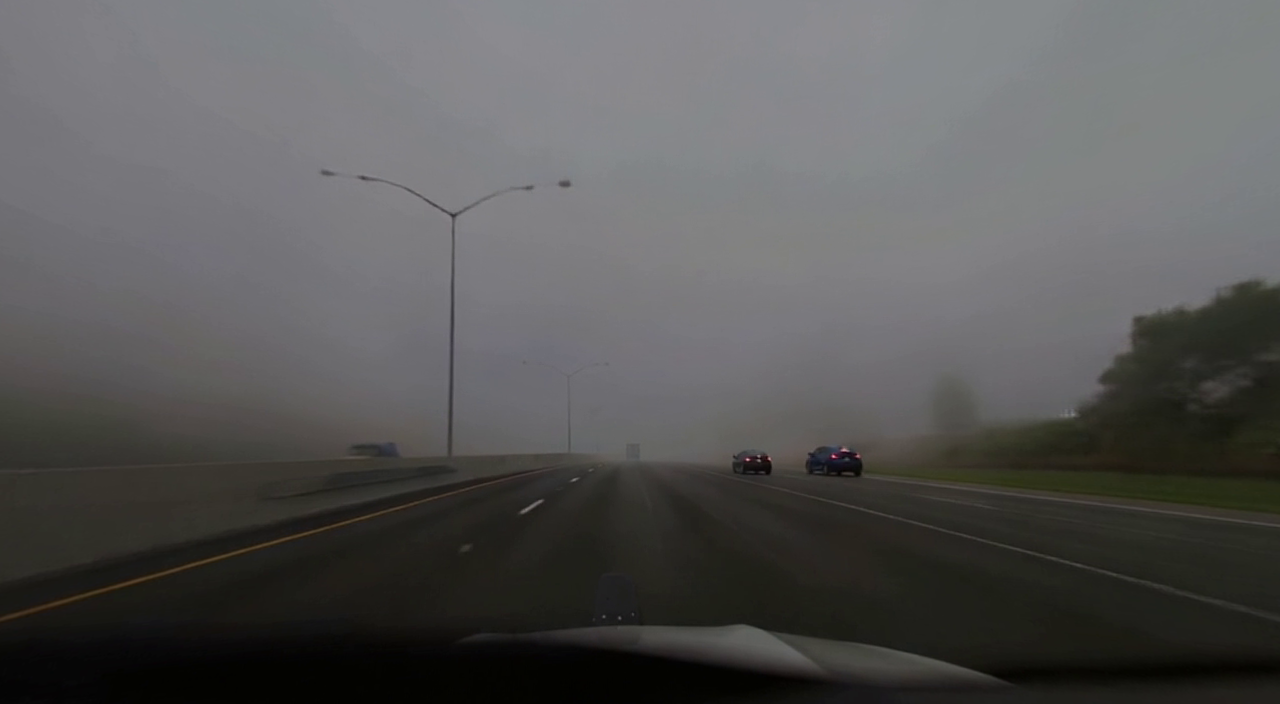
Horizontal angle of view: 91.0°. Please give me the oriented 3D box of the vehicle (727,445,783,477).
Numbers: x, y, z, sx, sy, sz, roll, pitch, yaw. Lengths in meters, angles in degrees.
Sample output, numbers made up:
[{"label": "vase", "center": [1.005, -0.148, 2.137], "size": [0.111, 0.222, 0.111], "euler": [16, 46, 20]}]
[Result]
[{"label": "vehicle", "center": [5.972, 5.727, 33.269], "size": [2.053, 1.553, 4.463], "euler": [0, -9, -1]}]

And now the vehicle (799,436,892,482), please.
[{"label": "vehicle", "center": [9.533, 5.013, 29.896], "size": [2.387, 1.936, 5.646], "euler": [0, -9, -2]}]
